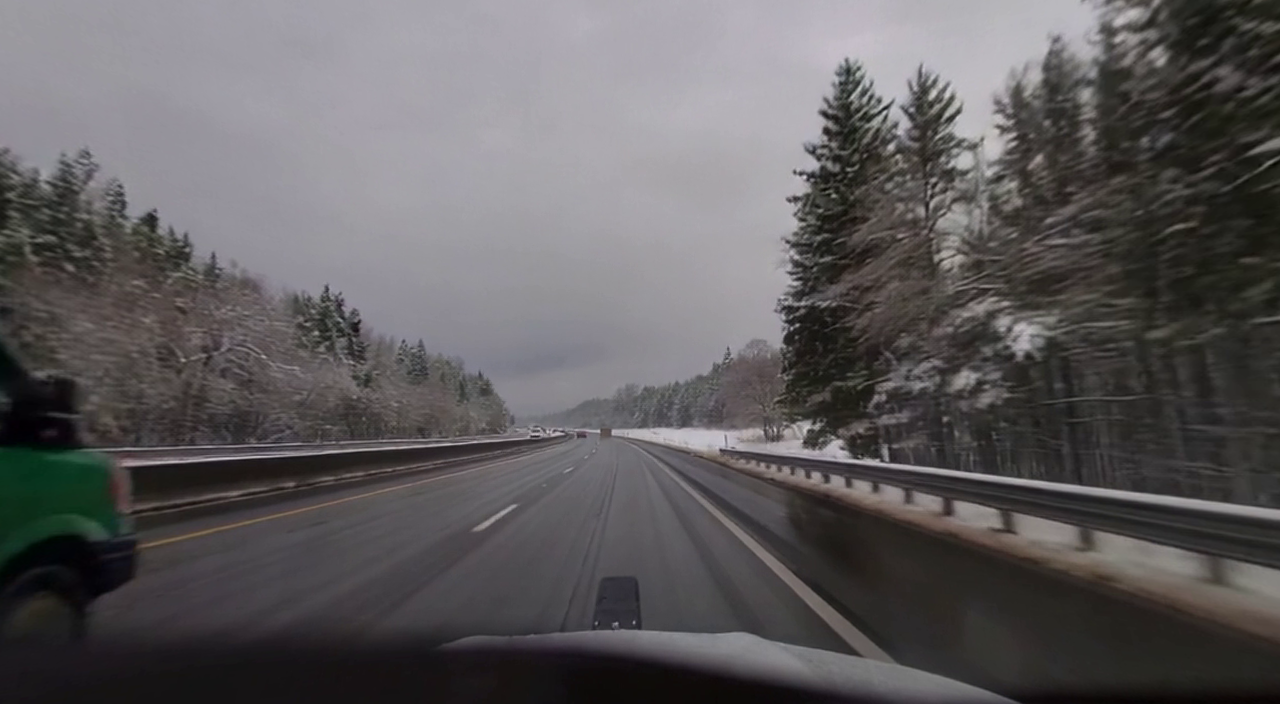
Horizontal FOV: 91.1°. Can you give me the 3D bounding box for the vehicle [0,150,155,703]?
[{"bbox_3d":[-4.011,0.125,0.674,2.561,2.509,5.465,0,-8,0],"label":"vehicle"}]
